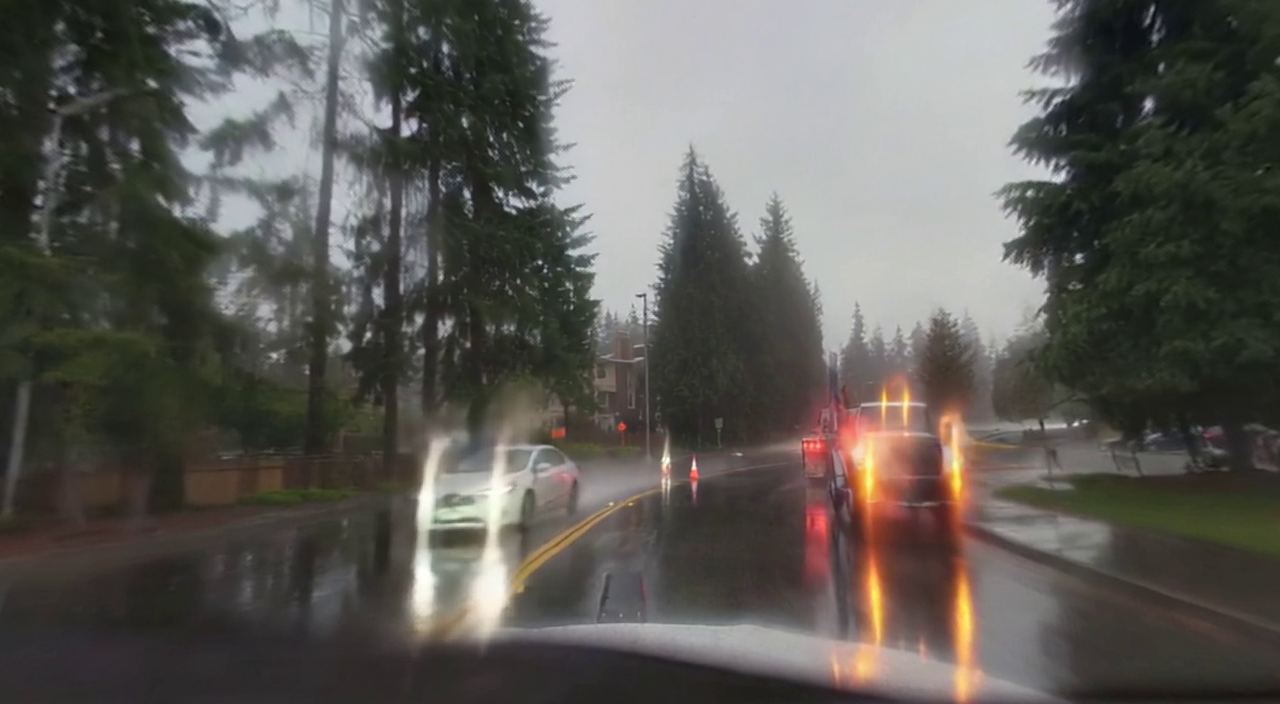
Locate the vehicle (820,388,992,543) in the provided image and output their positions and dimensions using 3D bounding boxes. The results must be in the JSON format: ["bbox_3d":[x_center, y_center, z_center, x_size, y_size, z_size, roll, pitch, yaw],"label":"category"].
[{"bbox_3d":[4.345,1.863,10.903,1.913,2.241,3.024,-2,-7,8],"label":"vehicle"}]

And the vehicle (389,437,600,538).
[{"bbox_3d":[-2.323,2.296,11.548,1.933,1.428,4.449,-2,-8,14],"label":"vehicle"}]
